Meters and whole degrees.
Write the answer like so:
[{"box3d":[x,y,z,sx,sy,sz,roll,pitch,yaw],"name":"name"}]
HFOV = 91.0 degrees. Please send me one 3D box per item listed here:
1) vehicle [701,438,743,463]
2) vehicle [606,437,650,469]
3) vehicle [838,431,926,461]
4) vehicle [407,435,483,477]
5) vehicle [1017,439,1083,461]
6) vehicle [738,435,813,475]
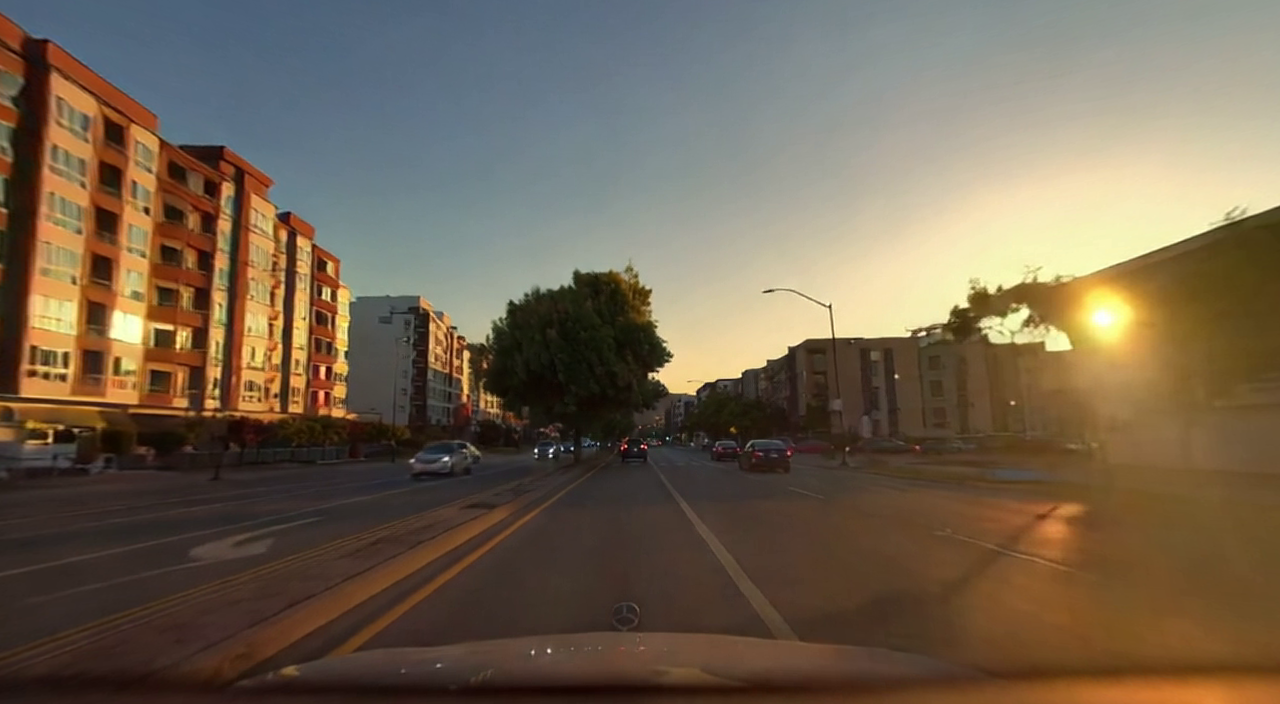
[{"box3d":[5.473,6.602,42.355,2.154,1.554,4.149,0,-8,-2],"name":"vehicle"},{"box3d":[-0.584,5.164,32.327,2.106,1.553,3.964,0,-8,-1],"name":"vehicle"},{"box3d":[17.387,6.792,45.400,5.388,2.082,2.328,1,-9,-5],"name":"vehicle"},{"box3d":[-8.715,4.688,28.583,2.013,1.737,4.510,0,-8,0],"name":"vehicle"},{"box3d":[29.314,7.012,45.168,1.781,1.507,4.628,0,-8,2],"name":"vehicle"},{"box3d":[5.804,4.486,27.634,2.121,1.557,4.898,0,-8,-2],"name":"vehicle"}]
